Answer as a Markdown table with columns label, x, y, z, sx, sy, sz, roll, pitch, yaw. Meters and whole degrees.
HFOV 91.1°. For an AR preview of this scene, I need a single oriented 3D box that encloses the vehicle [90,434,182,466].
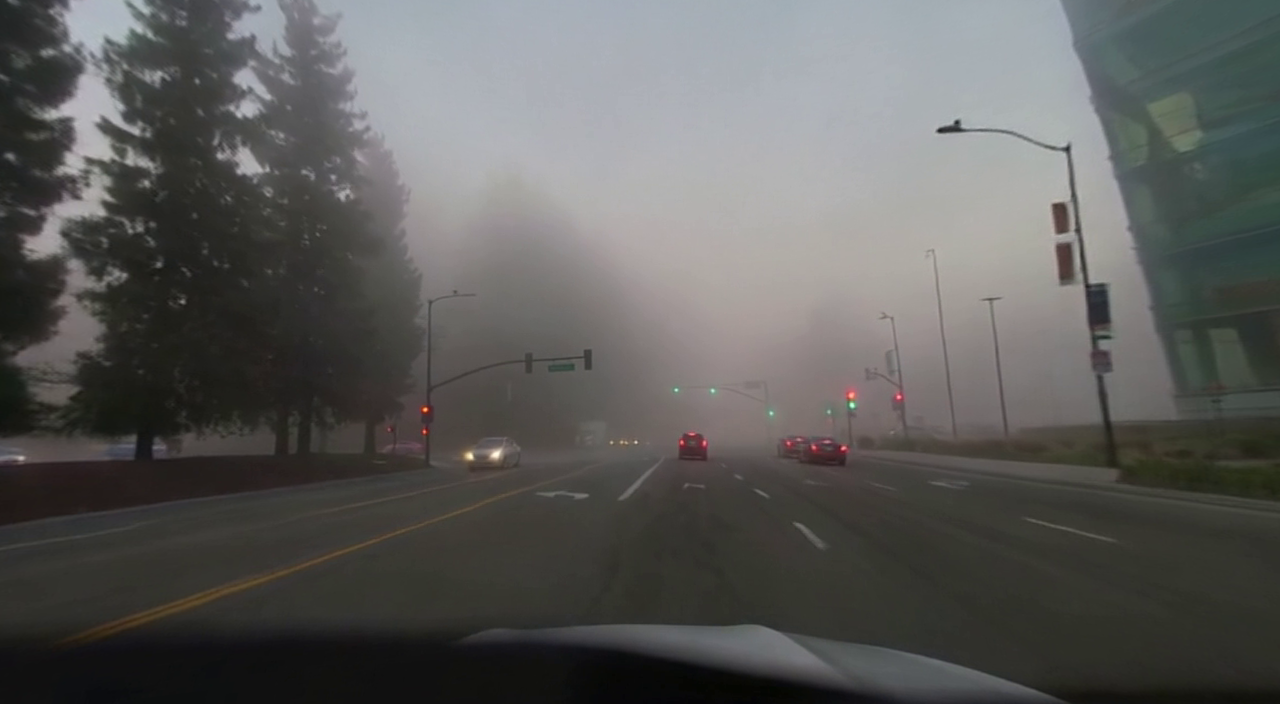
| label | x | y | z | sx | sy | sz | roll | pitch | yaw |
| --- | --- | --- | --- | --- | --- | --- | --- | --- | --- |
| vehicle | -29.437 | 5.784 | 36.843 | 1.871 | 1.703 | 4.093 | -2 | -9 | 2 |

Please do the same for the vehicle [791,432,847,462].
| label | x | y | z | sx | sy | sz | roll | pitch | yaw |
| --- | --- | --- | --- | --- | --- | --- | --- | --- | --- |
| vehicle | 9.286 | 4.964 | 32.849 | 1.896 | 1.463 | 4.296 | -1 | -9 | 3 |

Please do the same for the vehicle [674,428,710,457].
| label | x | y | z | sx | sy | sz | roll | pitch | yaw |
| --- | --- | --- | --- | --- | --- | --- | --- | --- | --- |
| vehicle | 3.376 | 5.997 | 41.441 | 2.203 | 1.801 | 4.331 | -1 | -9 | 2 |

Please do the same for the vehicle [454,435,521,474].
| label | x | y | z | sx | sy | sz | roll | pitch | yaw |
| --- | --- | --- | --- | --- | --- | --- | --- | --- | --- |
| vehicle | -7.187 | 4.887 | 30.089 | 2.016 | 1.677 | 4.147 | 0 | -9 | 2 |
